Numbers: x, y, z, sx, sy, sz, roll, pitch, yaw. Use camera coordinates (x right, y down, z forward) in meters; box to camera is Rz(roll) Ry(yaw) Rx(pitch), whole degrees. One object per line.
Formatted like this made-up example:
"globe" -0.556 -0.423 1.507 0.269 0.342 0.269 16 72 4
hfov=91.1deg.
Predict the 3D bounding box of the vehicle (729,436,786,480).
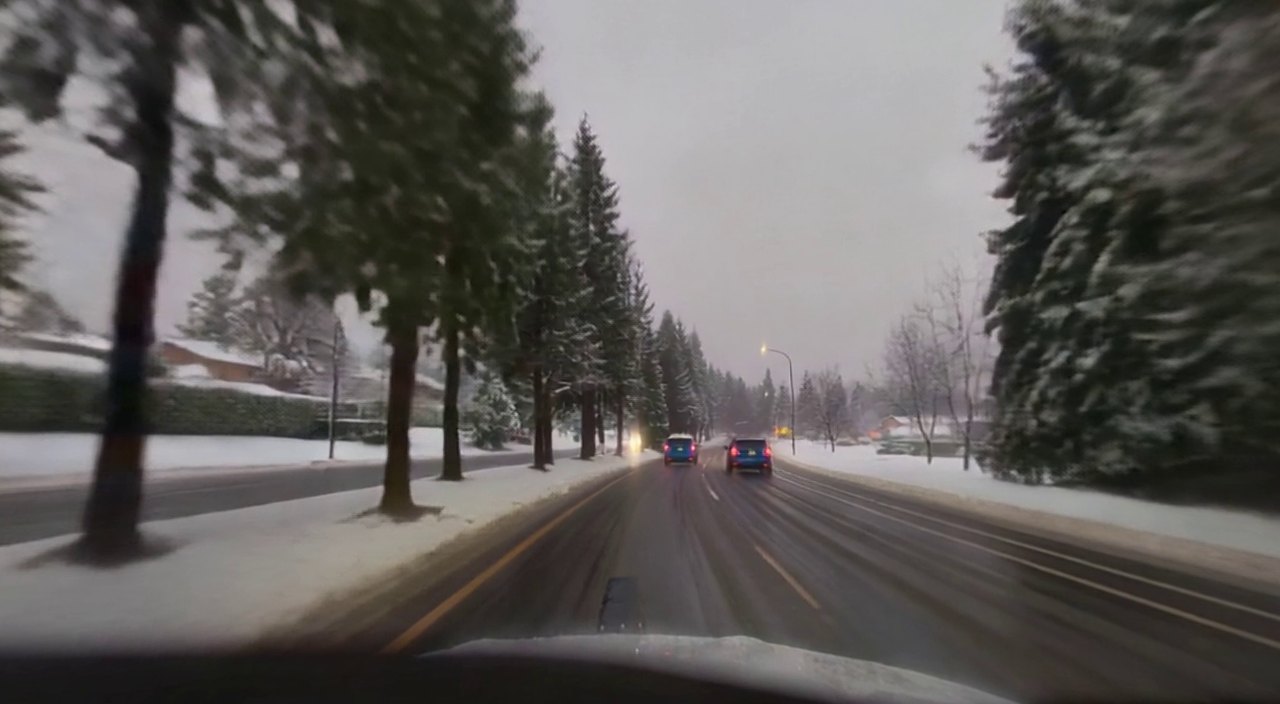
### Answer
"vehicle" 4.893 4.468 26.749 1.971 1.663 4.287 -1 -8 5

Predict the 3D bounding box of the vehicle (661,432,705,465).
"vehicle" 2.608 5.737 37.255 2.251 1.822 4.391 -1 -8 8
